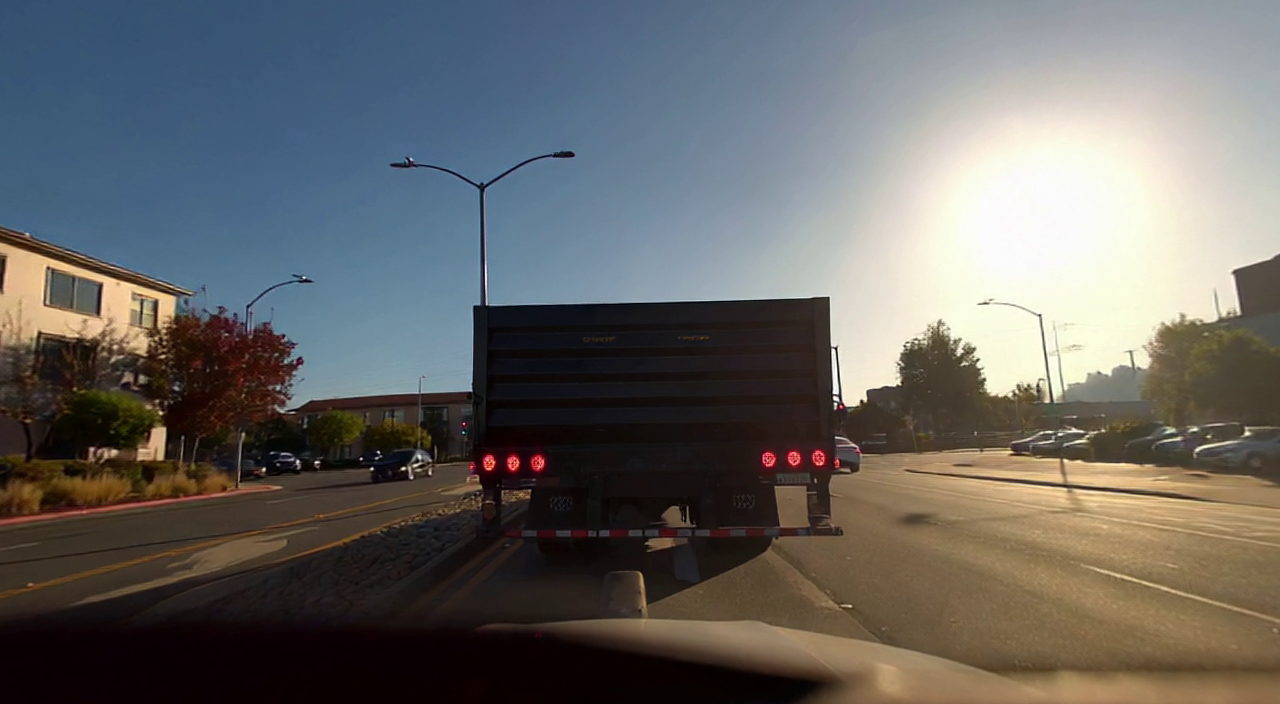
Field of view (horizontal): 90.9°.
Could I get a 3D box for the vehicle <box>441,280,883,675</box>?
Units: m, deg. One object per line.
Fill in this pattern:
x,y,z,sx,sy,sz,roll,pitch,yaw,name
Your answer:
0.283,1.242,7.416,2.650,2.391,7.008,-1,-8,3,vehicle

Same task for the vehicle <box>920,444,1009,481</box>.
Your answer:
14.124,4.798,27.749,1.777,1.488,4.081,-1,-8,1,vehicle

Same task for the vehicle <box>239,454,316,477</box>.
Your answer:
-24.962,7.810,43.461,4.409,1.446,1.862,-2,-8,12,vehicle

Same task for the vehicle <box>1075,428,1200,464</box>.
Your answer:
23.123,4.387,29.446,4.171,1.614,1.894,-1,-8,1,vehicle

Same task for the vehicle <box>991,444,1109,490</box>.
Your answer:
14.286,3.990,22.254,1.702,1.475,3.670,-1,-8,1,vehicle
